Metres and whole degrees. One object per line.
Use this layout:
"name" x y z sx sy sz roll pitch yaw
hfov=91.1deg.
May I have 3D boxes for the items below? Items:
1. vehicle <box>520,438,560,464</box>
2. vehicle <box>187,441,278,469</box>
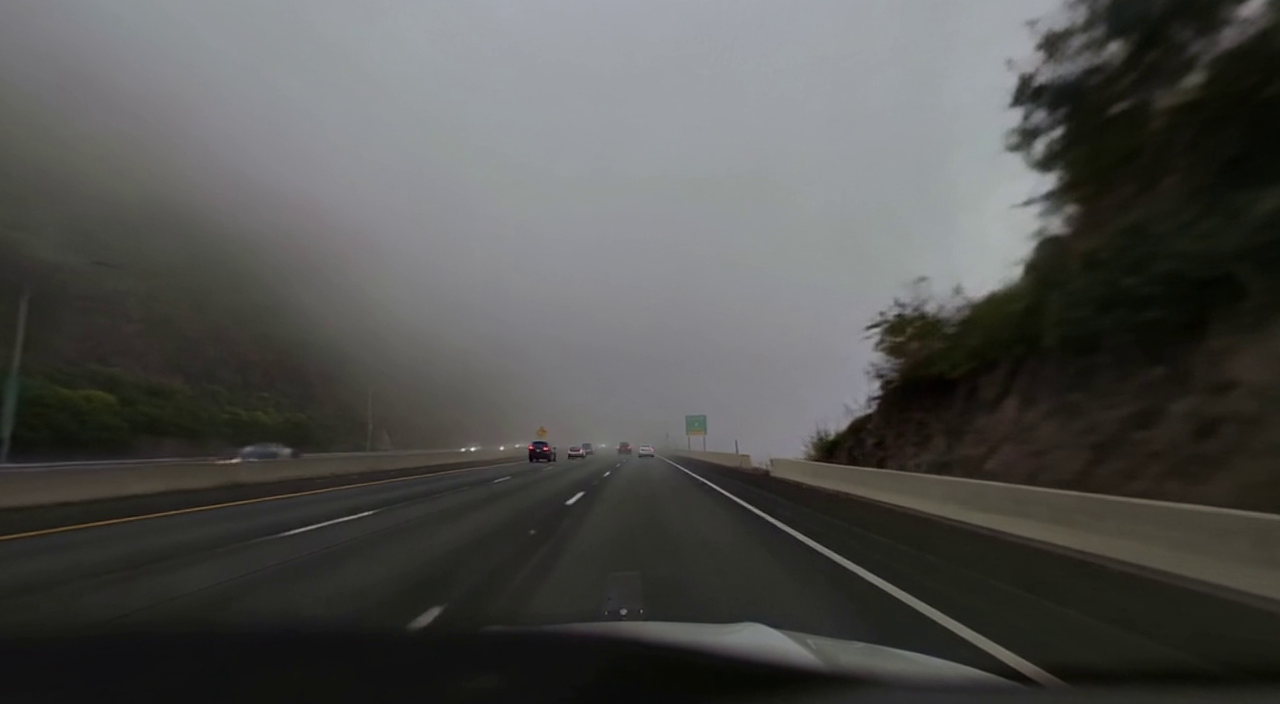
"vehicle" -6.680 6.665 42.325 1.972 1.660 4.254 0 -8 1
"vehicle" -22.404 5.682 34.766 2.075 1.443 4.314 0 -8 1
